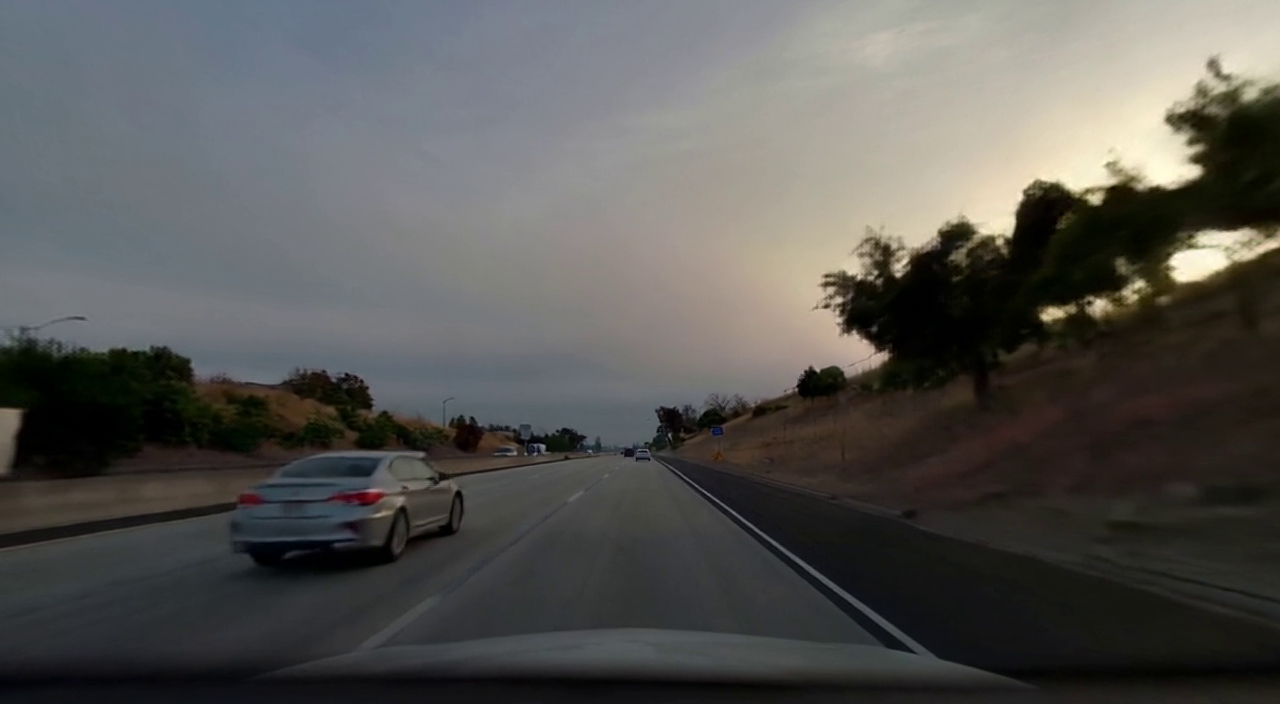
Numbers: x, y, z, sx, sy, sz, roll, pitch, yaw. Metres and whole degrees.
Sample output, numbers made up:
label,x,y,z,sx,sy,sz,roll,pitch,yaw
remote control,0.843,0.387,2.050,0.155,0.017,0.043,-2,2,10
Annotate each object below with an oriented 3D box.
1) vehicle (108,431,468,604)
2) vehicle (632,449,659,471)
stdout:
label,x,y,z,sx,sy,sz,roll,pitch,yaw
vehicle,-3.653,1.773,7.635,1.978,1.498,4.080,0,-9,0
vehicle,0.376,7.899,46.225,1.908,1.515,3.871,0,-9,0
